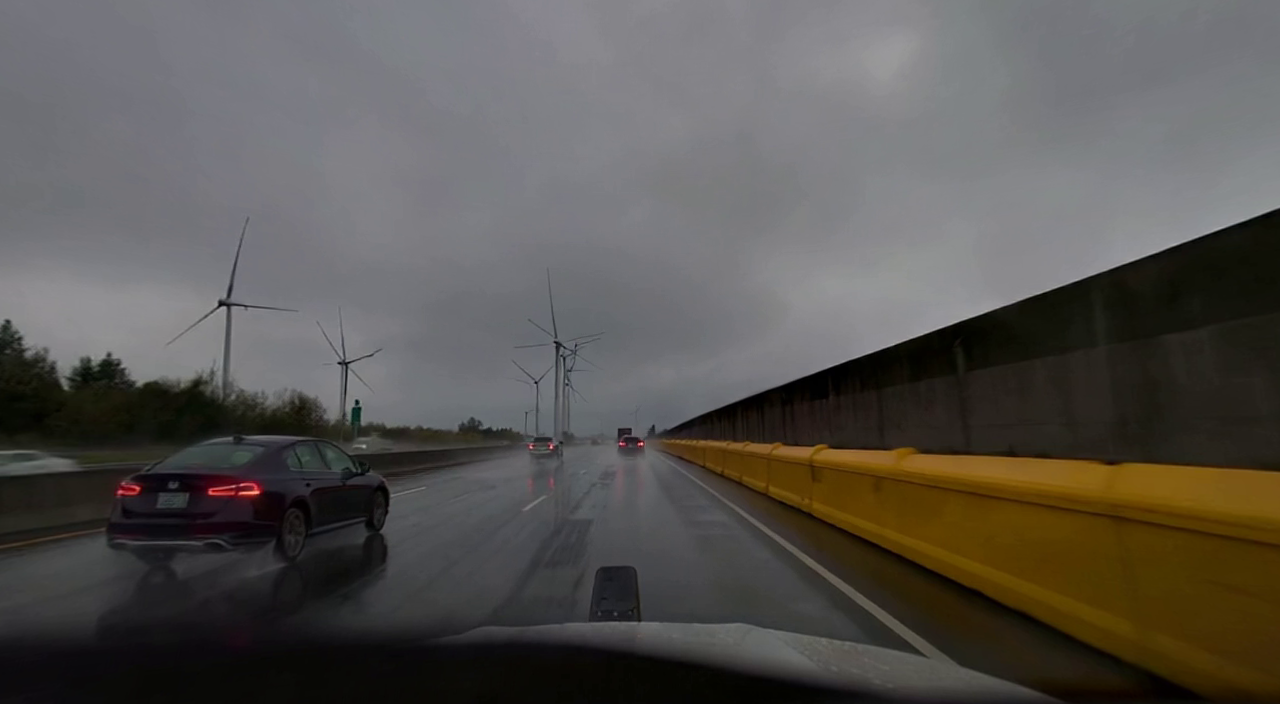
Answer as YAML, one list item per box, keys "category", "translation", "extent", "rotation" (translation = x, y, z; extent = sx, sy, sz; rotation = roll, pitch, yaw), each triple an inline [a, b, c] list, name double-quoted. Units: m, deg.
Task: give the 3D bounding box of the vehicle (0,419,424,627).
- category: "vehicle"
  translation: [-4.151, 1.533, 6.864]
  extent: [1.998, 1.468, 4.635]
  rotation: [0, -8, -1]

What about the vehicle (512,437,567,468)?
- category: "vehicle"
  translation: [-4.820, 4.863, 30.779]
  extent: [2.059, 1.436, 3.802]
  rotation: [0, -8, -1]

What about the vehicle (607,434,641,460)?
- category: "vehicle"
  translation: [-0.980, 5.878, 39.109]
  extent: [2.027, 1.550, 3.607]
  rotation: [0, -8, -1]
